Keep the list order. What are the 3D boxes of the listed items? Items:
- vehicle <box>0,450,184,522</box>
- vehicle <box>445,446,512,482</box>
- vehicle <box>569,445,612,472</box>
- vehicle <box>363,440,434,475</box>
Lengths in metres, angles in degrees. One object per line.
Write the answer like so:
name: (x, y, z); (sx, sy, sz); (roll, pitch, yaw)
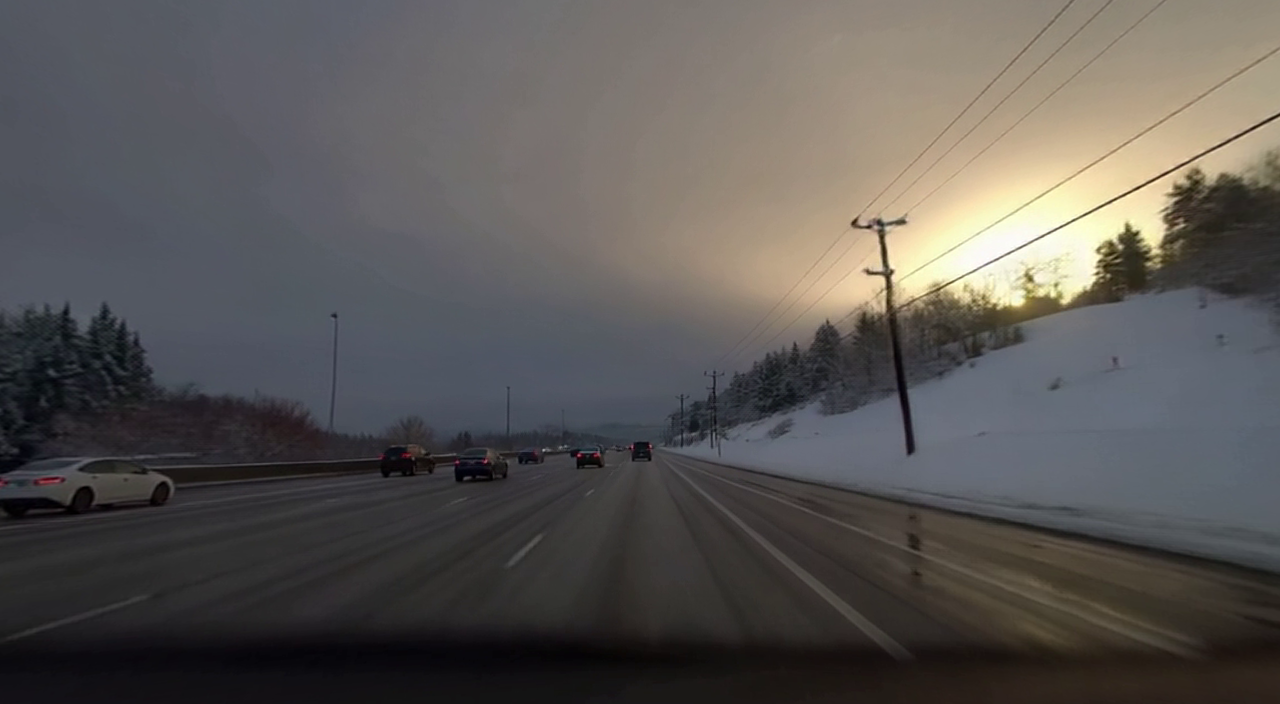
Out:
vehicle: (-14.300, 3.246, 15.933); (1.885, 1.474, 4.849); (0, -9, 1)
vehicle: (-7.274, 5.069, 28.848); (1.899, 1.472, 4.202); (0, -9, 1)
vehicle: (-2.800, 6.168, 36.601); (2.064, 1.446, 4.409); (0, -9, 0)
vehicle: (-14.390, 6.315, 37.941); (2.172, 1.946, 5.017); (0, -9, 1)
